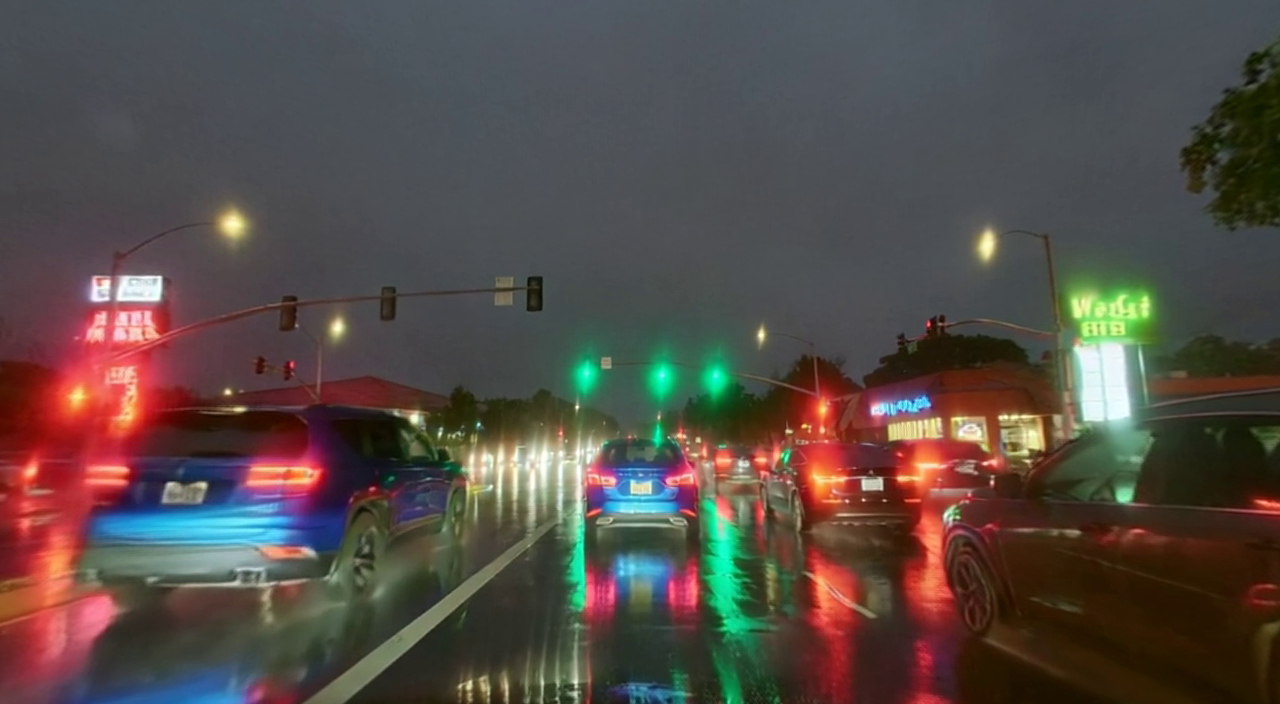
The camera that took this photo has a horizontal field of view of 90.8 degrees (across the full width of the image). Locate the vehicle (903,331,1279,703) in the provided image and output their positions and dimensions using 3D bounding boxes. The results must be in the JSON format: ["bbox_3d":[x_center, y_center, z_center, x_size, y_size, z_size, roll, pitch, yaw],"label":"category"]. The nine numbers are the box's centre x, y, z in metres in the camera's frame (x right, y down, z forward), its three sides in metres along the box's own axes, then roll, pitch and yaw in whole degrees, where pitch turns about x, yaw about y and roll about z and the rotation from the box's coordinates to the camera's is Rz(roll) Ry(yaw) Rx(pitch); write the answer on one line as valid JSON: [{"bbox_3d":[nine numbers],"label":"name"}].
[{"bbox_3d":[3.035,0.860,2.568,2.075,1.661,4.401,0,-8,1],"label":"vehicle"}]

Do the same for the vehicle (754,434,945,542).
[{"bbox_3d":[3.347,2.236,11.087,1.865,1.496,4.170,0,-8,-1],"label":"vehicle"}]

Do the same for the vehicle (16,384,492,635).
[{"bbox_3d":[-3.405,1.511,7.099,2.257,1.823,4.777,0,-8,1],"label":"vehicle"}]

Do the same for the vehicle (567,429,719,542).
[{"bbox_3d":[0.028,2.175,10.883,2.154,1.577,3.723,0,-8,0],"label":"vehicle"}]

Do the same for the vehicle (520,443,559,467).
[{"bbox_3d":[-7.893,8.085,49.928,2.293,1.777,4.497,0,-8,0],"label":"vehicle"}]
